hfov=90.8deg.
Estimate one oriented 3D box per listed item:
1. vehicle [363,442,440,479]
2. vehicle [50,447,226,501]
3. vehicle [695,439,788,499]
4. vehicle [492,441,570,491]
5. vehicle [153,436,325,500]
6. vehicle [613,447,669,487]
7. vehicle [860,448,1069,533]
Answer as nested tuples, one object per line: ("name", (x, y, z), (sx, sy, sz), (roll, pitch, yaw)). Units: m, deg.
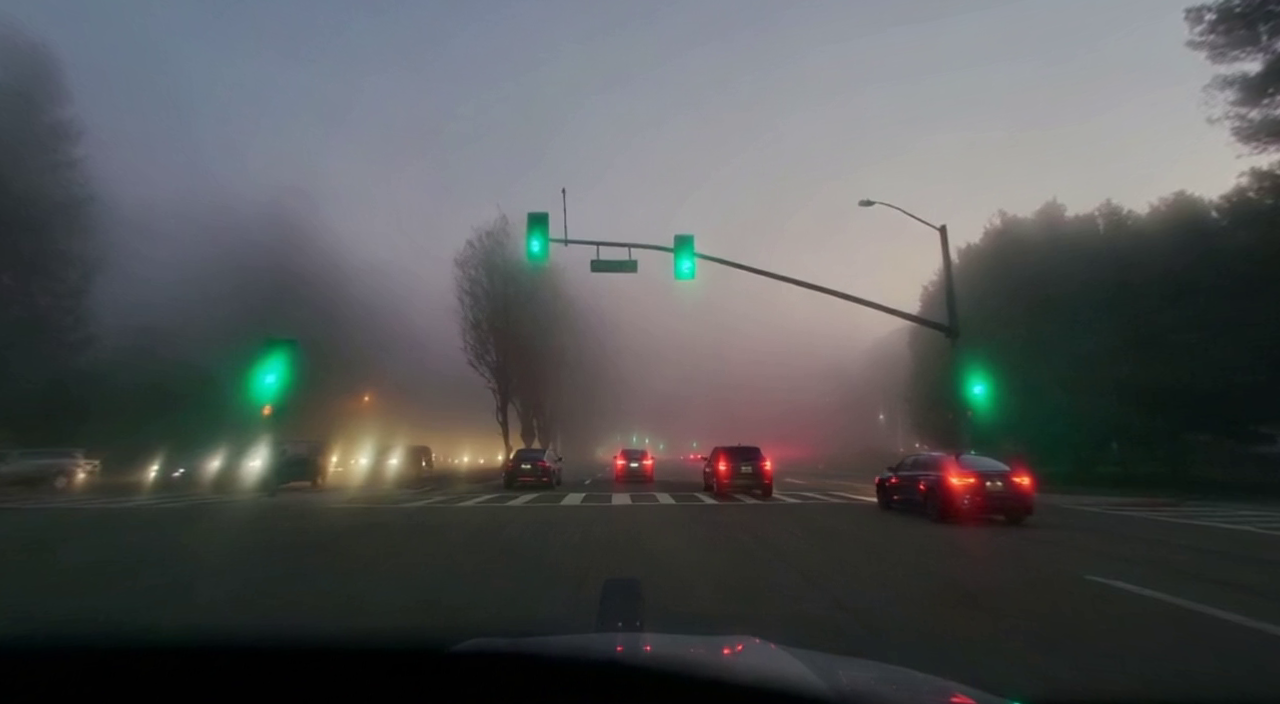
("vehicle", (-12.762, 5.799, 34.179), (2.259, 1.804, 4.990), (0, -8, -1))
("vehicle", (-15.998, 3.880, 20.531), (2.071, 1.473, 4.444), (-2, -9, 0))
("vehicle", (3.117, 3.692, 20.387), (2.161, 1.716, 4.194), (0, -8, -2))
("vehicle", (-3.930, 4.174, 23.565), (2.172, 1.671, 4.175), (0, -8, 0))
("vehicle", (-12.451, 3.606, 20.137), (2.208, 1.773, 4.900), (0, -8, 0))
("vehicle", (-0.004, 4.690, 26.243), (2.155, 1.486, 4.403), (0, -8, -1))
("vehicle", (6.349, 2.718, 13.061), (1.945, 1.408, 4.288), (0, -8, -2))
